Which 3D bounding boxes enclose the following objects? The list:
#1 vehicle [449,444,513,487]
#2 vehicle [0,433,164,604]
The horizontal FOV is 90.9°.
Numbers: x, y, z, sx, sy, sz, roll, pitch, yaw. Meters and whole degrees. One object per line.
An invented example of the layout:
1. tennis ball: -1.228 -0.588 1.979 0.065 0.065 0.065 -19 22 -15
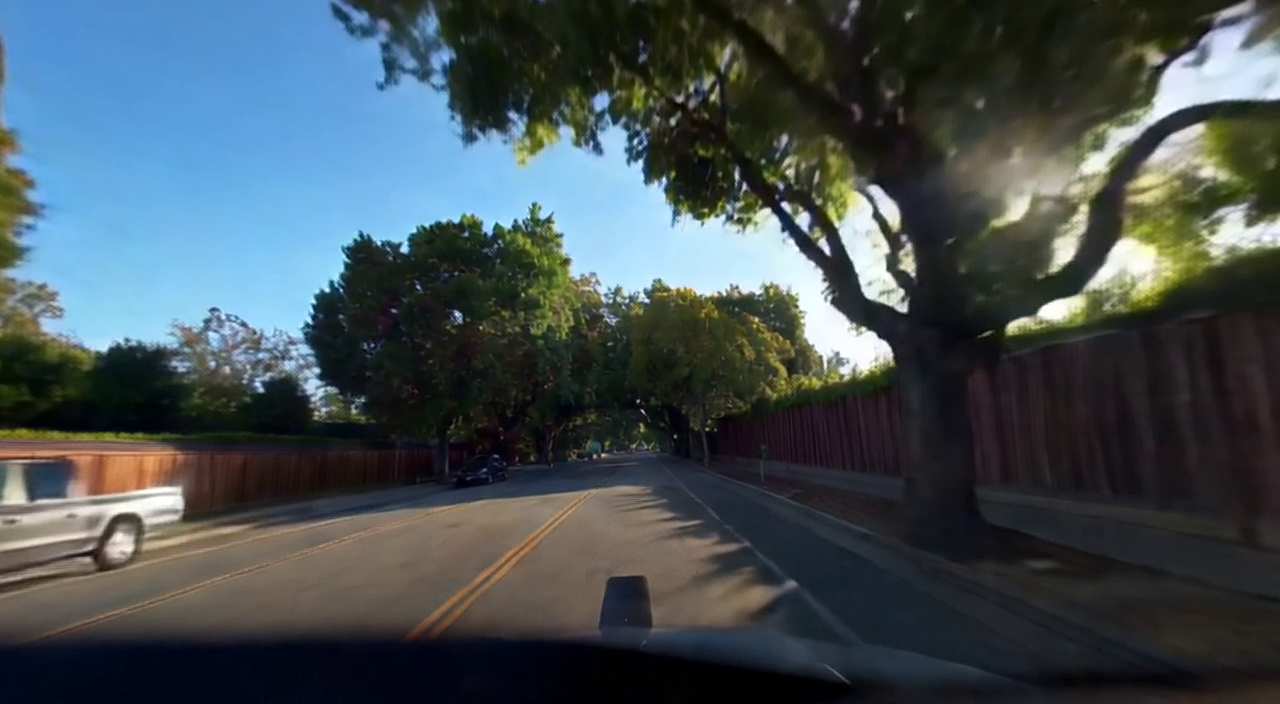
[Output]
1. vehicle: -7.625 5.434 30.602 1.945 1.760 4.021 -3 -8 2
2. vehicle: -7.529 1.715 6.246 1.999 1.714 4.517 -3 -8 2
